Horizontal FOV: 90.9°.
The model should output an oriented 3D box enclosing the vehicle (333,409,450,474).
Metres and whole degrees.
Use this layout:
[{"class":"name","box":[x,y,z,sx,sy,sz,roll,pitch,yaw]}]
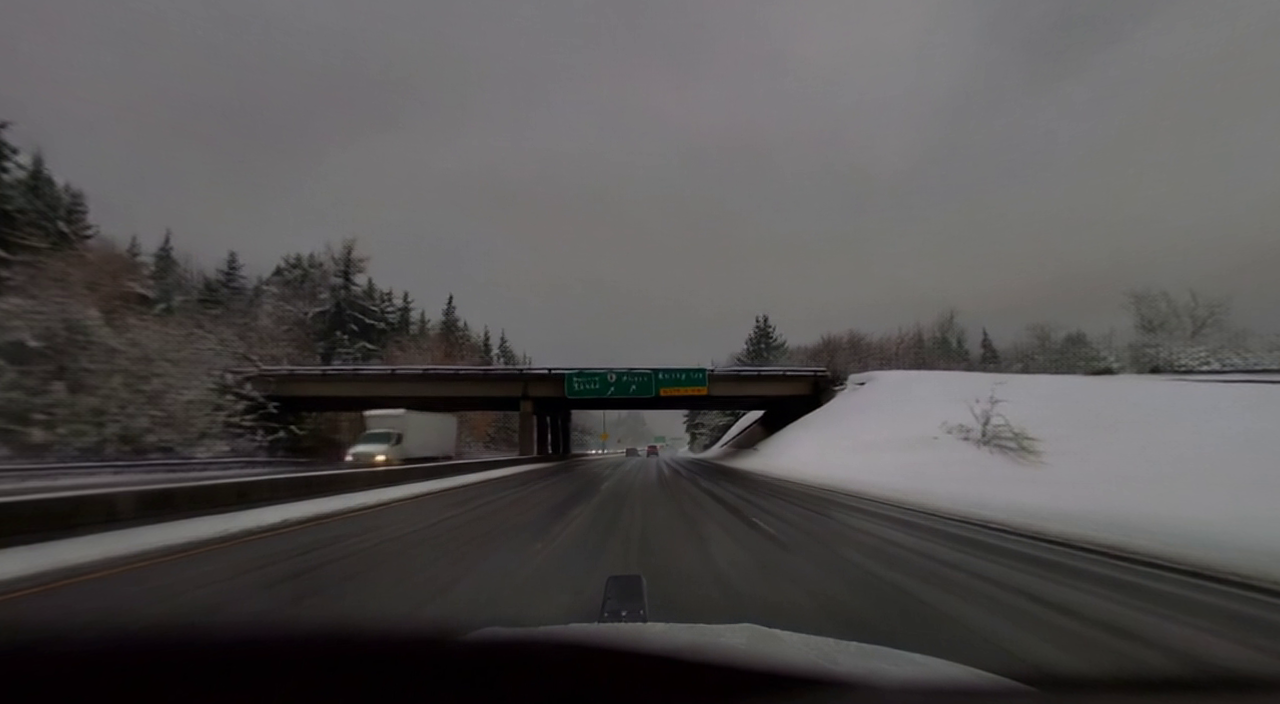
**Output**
[{"class":"vehicle","box":[-16.465,6.175,43.173,2.895,3.804,11.880,0,-9,1]}]
